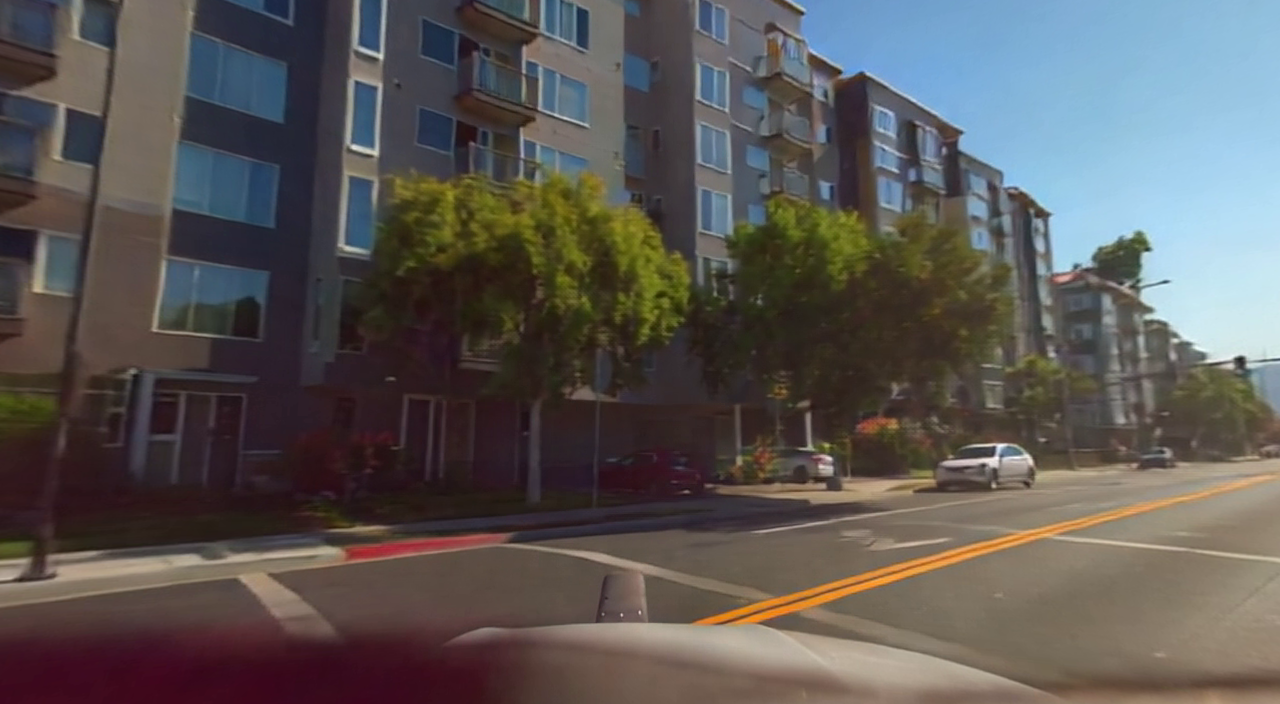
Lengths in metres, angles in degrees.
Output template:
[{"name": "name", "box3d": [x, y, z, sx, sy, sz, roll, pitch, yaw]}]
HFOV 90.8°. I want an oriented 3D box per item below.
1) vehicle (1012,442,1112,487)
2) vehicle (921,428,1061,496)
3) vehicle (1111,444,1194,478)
[{"name": "vehicle", "box3d": [15.369, 4.028, 22.927, 4.313, 1.462, 1.789, 7, -11, -40]}, {"name": "vehicle", "box3d": [10.693, 3.267, 19.149, 4.619, 1.817, 1.993, 7, -11, -39]}, {"name": "vehicle", "box3d": [24.083, 5.054, 29.618, 4.630, 1.484, 1.934, 7, -11, -39]}]
